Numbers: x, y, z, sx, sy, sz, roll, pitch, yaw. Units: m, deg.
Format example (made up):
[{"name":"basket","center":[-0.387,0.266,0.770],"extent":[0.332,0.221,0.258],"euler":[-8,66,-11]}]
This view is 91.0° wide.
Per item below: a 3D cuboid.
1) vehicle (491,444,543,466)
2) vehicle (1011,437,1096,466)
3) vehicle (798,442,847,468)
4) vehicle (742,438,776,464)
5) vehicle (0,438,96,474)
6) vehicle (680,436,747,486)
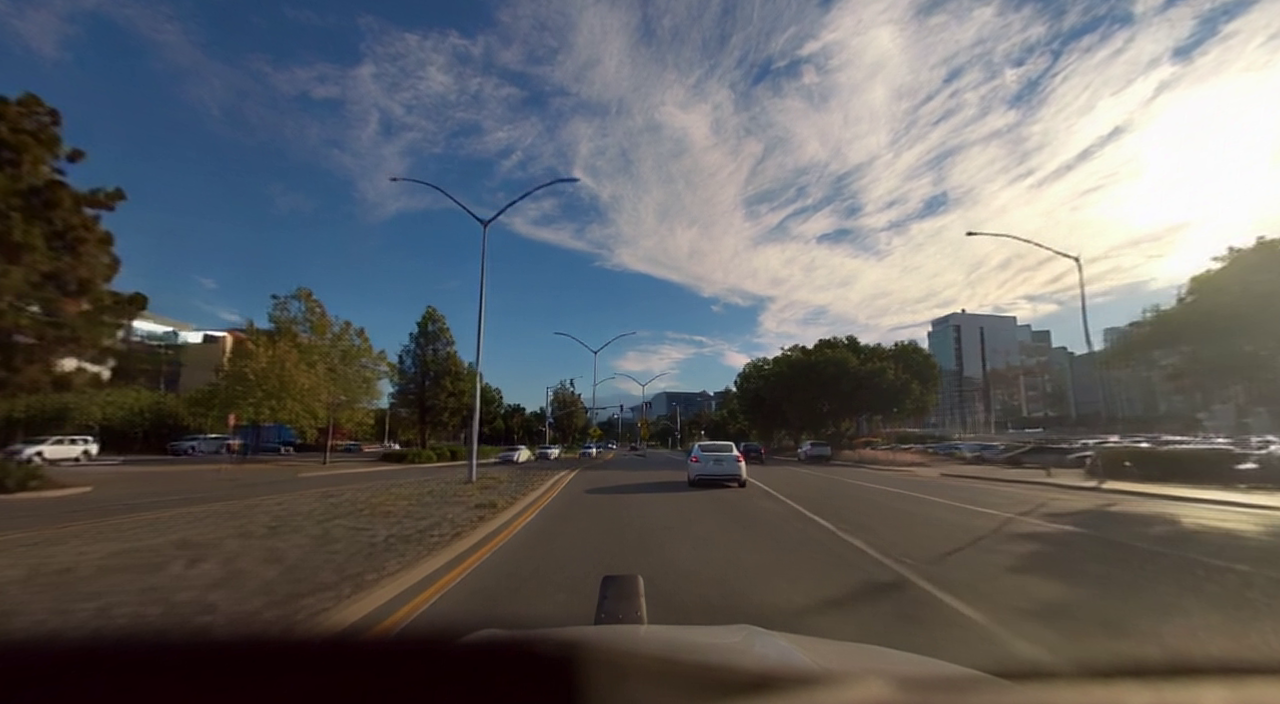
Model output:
[{"name":"vehicle","center":[-8.115,6.823,41.826],"extent":[2.089,1.400,4.467],"euler":[-1,-8,7]},{"name":"vehicle","center":[27.528,6.590,41.894],"extent":[4.719,1.851,1.920],"euler":[2,-8,-14]},{"name":"vehicle","center":[10.881,6.161,37.815],"extent":[1.928,1.488,4.361],"euler":[-1,-8,4]},{"name":"vehicle","center":[8.463,7.087,45.157],"extent":[1.976,1.796,4.159],"euler":[-1,-8,5]},{"name":"vehicle","center":[-36.759,6.413,39.189],"extent":[2.208,2.008,5.391],"euler":[2,-9,-17]},{"name":"vehicle","center":[2.531,3.867,22.708],"extent":[2.145,1.603,4.369],"euler":[-1,-8,3]}]
